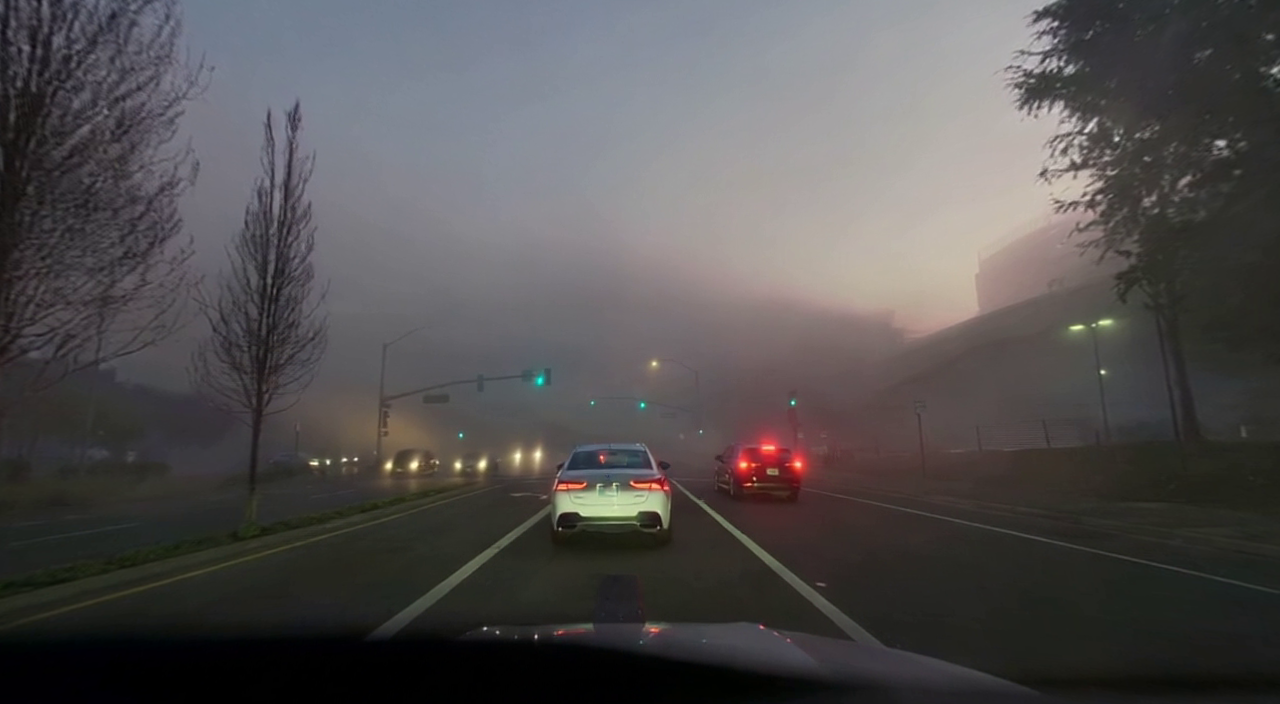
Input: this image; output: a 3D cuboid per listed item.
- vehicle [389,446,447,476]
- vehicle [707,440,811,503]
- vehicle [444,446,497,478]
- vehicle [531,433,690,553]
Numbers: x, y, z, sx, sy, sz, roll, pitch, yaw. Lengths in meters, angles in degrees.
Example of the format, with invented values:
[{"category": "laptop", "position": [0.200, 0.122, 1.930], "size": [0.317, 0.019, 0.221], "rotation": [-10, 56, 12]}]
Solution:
[{"category": "vehicle", "position": [-13.420, 6.592, 38.432], "size": [1.985, 1.689, 4.461], "rotation": [0, -9, -2]}, {"category": "vehicle", "position": [3.108, 3.201, 17.395], "size": [1.910, 1.474, 4.263], "rotation": [0, -9, -2]}, {"category": "vehicle", "position": [-8.772, 5.710, 33.053], "size": [1.824, 1.513, 4.254], "rotation": [0, -9, -3]}, {"category": "vehicle", "position": [-0.415, 2.049, 9.811], "size": [2.006, 1.487, 3.535], "rotation": [0, -9, -1]}]
